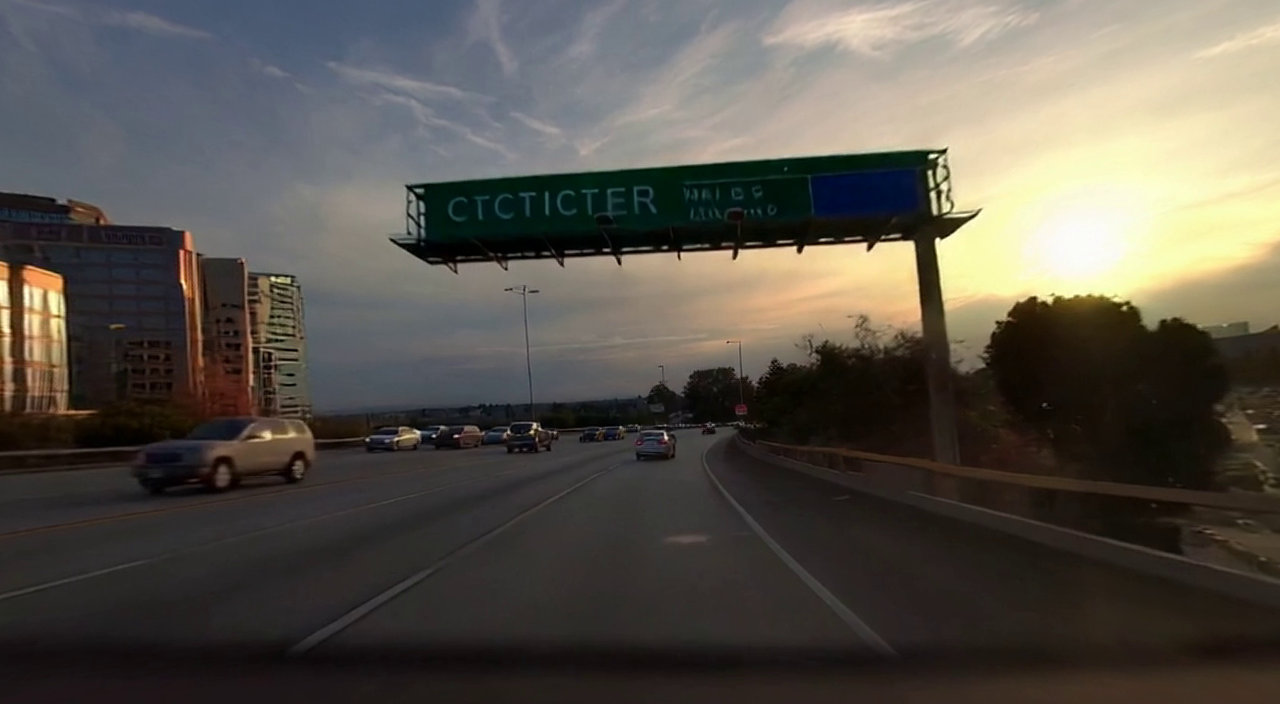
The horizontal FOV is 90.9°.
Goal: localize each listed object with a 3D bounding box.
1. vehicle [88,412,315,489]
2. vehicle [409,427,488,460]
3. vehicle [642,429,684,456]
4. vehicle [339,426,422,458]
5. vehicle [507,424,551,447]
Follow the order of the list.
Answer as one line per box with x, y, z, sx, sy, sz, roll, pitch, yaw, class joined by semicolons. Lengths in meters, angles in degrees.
-10.203;2.360;15.265;1.943;1.536;4.656;-1;-8;3;vehicle
-9.237;4.473;30.826;2.020;1.470;4.639;-1;-8;6;vehicle
1.405;5.339;37.073;2.035;1.460;4.497;-2;-8;7;vehicle
-13.128;4.616;32.239;1.930;1.480;4.663;-1;-8;5;vehicle
-8.037;6.153;46.023;1.982;1.586;4.452;-1;-8;7;vehicle
